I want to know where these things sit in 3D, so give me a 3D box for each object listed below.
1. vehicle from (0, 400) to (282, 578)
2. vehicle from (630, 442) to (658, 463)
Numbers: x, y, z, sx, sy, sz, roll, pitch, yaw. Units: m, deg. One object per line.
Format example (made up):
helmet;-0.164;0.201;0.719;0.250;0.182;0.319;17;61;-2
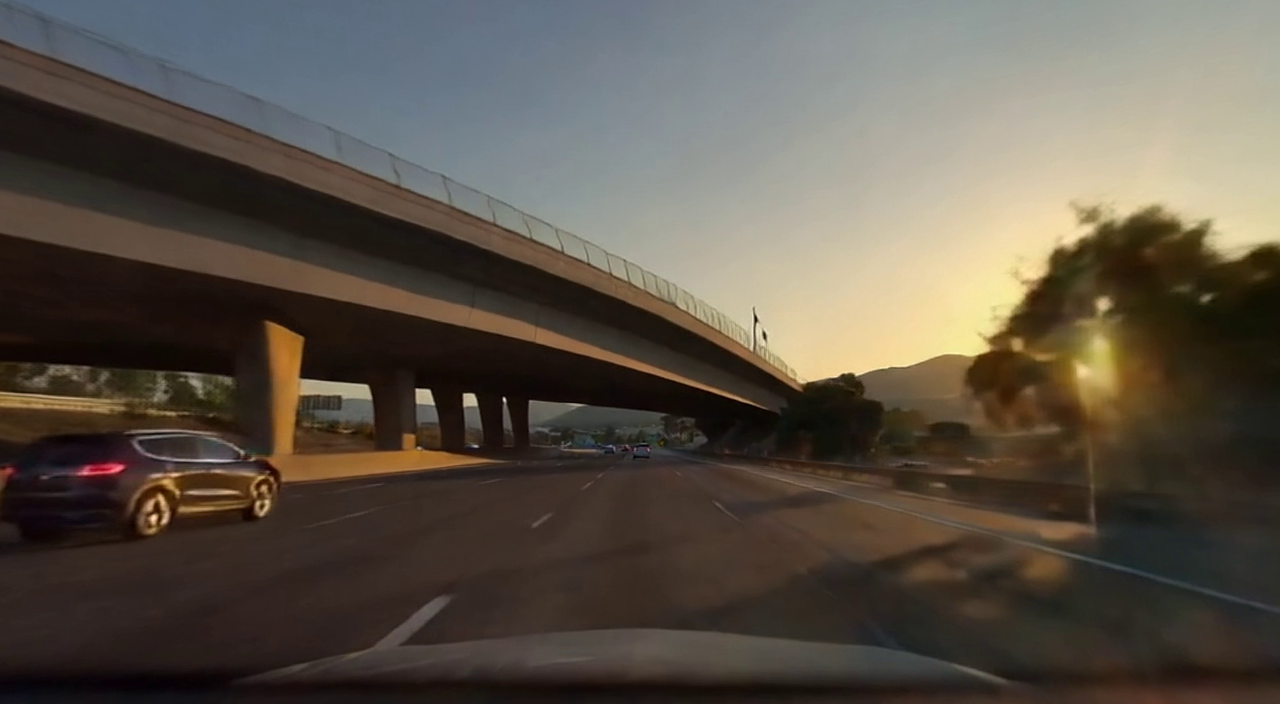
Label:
vehicle;-7.479;1.740;8.859;2.032;1.808;4.776;0;-8;1
vehicle;0.281;7.742;48.789;2.021;1.528;4.154;0;-8;-1
